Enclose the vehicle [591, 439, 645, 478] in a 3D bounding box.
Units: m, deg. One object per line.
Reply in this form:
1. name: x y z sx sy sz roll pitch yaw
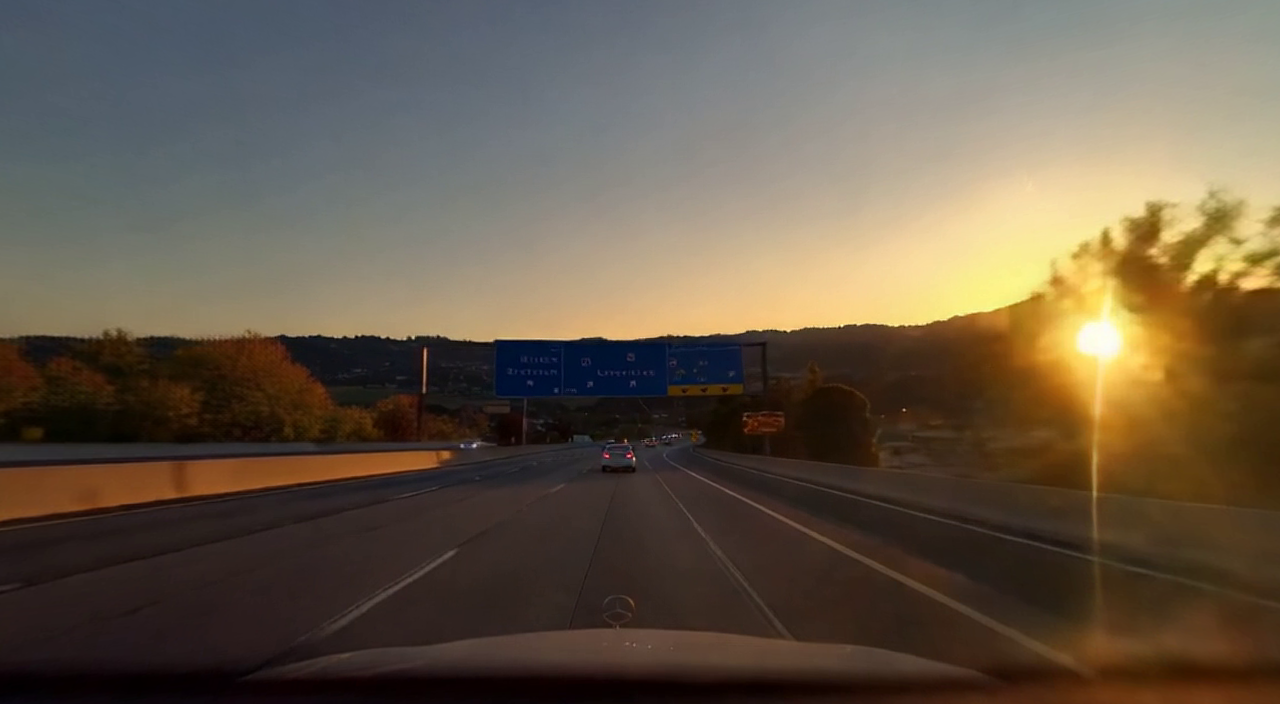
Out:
1. vehicle: -0.853 4.538 26.889 2.055 1.509 4.255 -1 -9 1
